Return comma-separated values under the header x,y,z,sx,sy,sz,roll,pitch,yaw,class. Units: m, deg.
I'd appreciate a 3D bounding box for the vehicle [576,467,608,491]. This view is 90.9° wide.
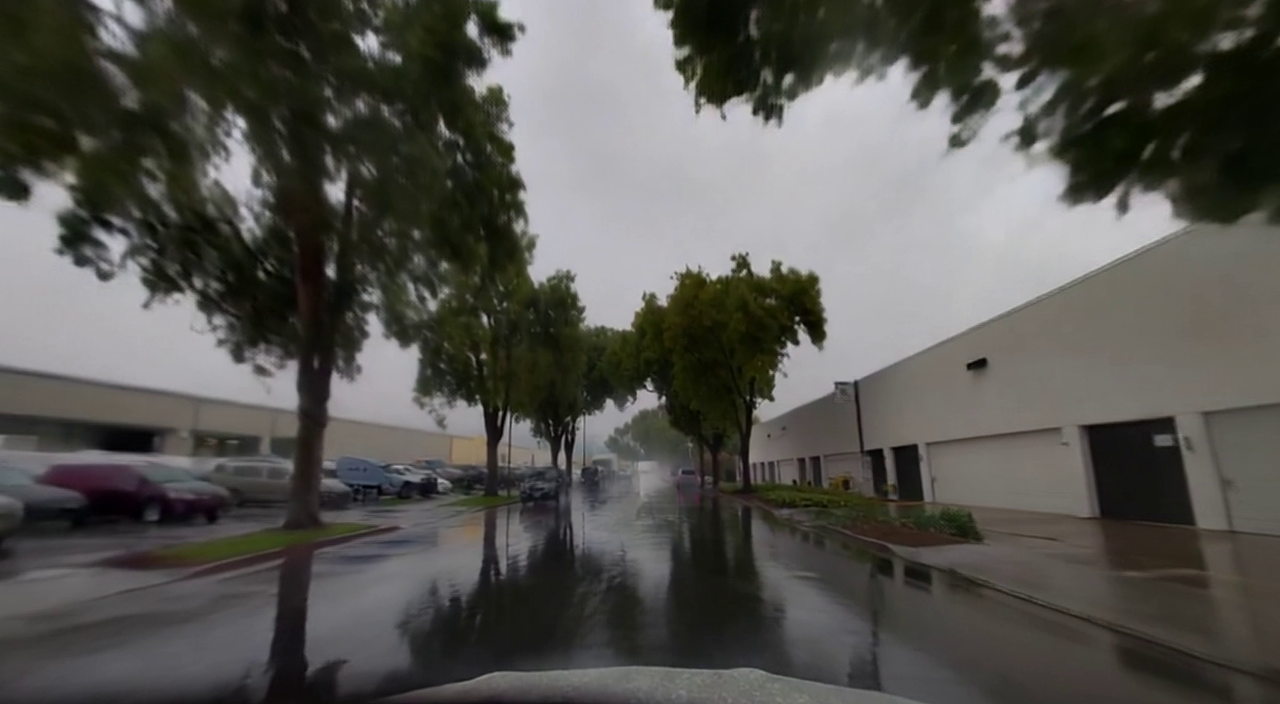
x,y,z,sx,sy,sz,roll,pitch,yaw,class
-3.413,9.173,45.596,1.835,1.625,3.674,1,-11,3,vehicle

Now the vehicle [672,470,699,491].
x,y,z,sx,sy,sz,roll,pitch,yaw,class
3.468,9.818,48.218,1.819,1.446,3.909,1,-11,1,vehicle

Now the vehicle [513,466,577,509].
x,y,z,sx,sy,sz,roll,pitch,yaw,class
-4.010,5.782,27.276,1.927,1.580,4.556,-1,-9,2,vehicle
